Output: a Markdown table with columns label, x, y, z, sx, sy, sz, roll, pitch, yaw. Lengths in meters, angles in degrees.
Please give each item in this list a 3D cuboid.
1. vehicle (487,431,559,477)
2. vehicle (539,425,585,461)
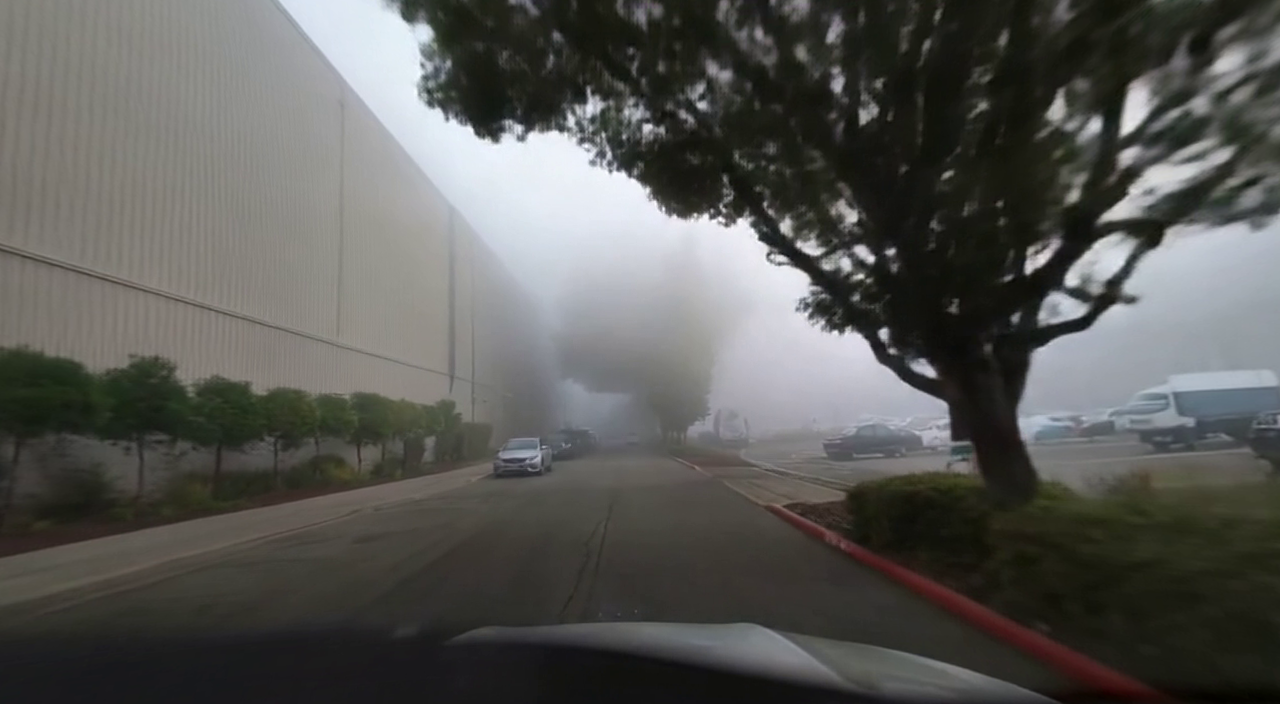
| label | x | y | z | sx | sy | sz | roll | pitch | yaw |
| --- | --- | --- | --- | --- | --- | --- | --- | --- | --- |
| vehicle | -4.547 | 4.057 | 25.100 | 2.040 | 1.501 | 4.440 | -4 | -9 | -1 |
| vehicle | -4.501 | 5.421 | 37.126 | 2.161 | 1.843 | 5.181 | -4 | -10 | -2 |
